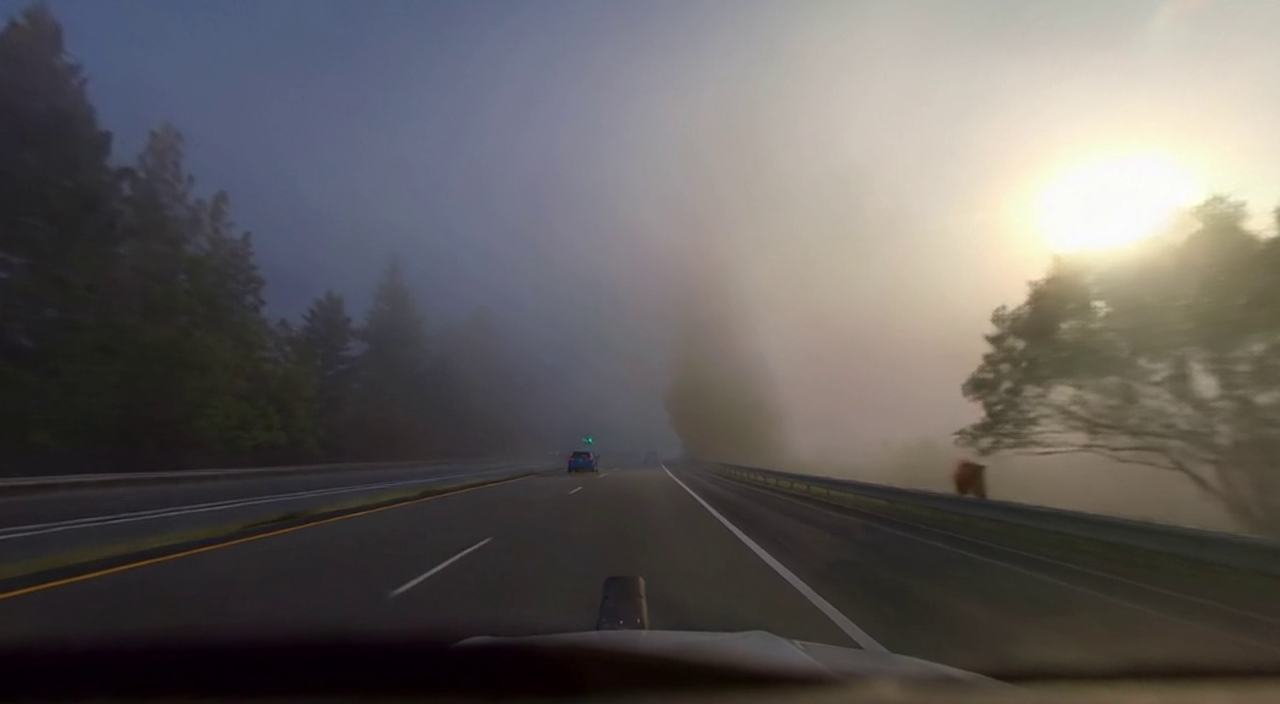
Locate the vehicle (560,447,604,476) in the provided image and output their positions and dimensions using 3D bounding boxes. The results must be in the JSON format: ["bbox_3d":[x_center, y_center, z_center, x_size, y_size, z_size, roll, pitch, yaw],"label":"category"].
[{"bbox_3d":[-3.377,6.447,37.304,2.088,1.586,4.000,0,-9,2],"label":"vehicle"}]
